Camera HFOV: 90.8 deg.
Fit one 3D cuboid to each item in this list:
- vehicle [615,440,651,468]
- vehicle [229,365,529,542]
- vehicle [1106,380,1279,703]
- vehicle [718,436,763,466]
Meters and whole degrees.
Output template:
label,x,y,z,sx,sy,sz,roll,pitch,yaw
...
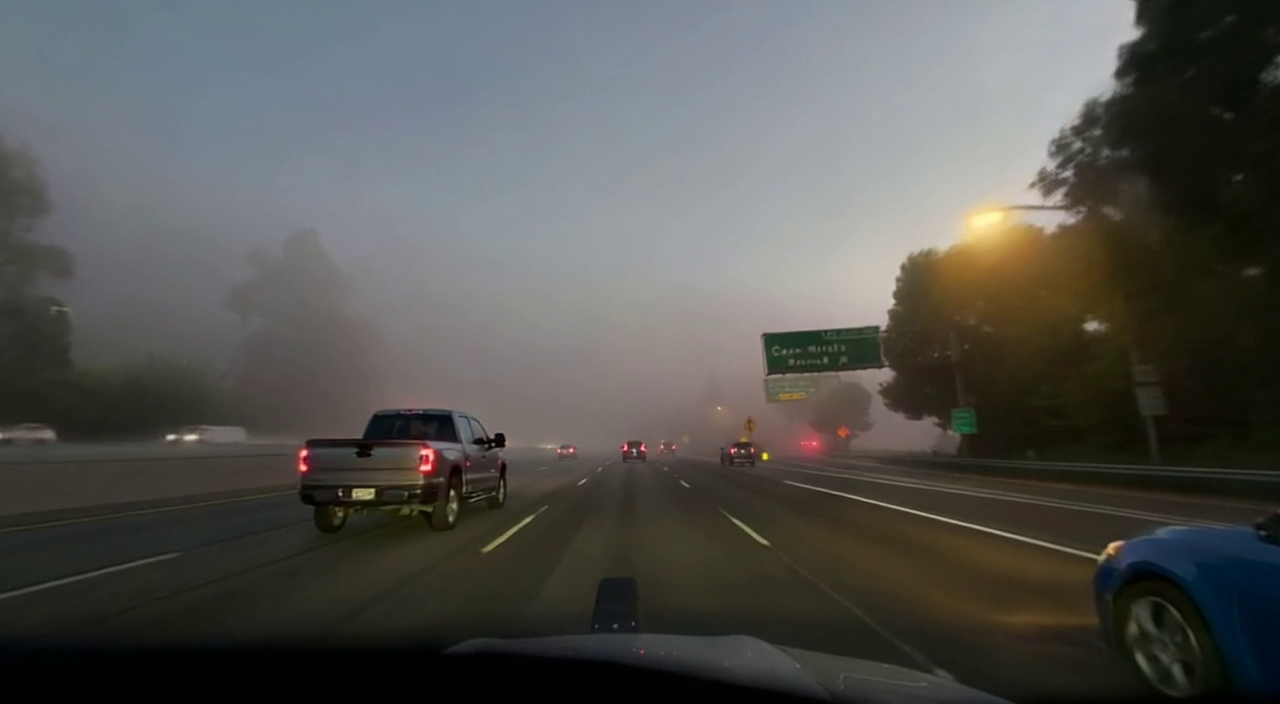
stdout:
label,x,y,z,sx,sy,sz,roll,pitch,yaw
vehicle,-0.456,6.498,40.461,2.157,1.642,4.189,0,-9,-1
vehicle,-3.759,1.698,10.903,2.592,2.179,6.034,0,-9,0
vehicle,3.063,0.592,0.293,2.072,1.501,4.694,0,-9,-1
vehicle,6.752,6.758,43.126,2.103,1.898,5.310,0,-9,-1
